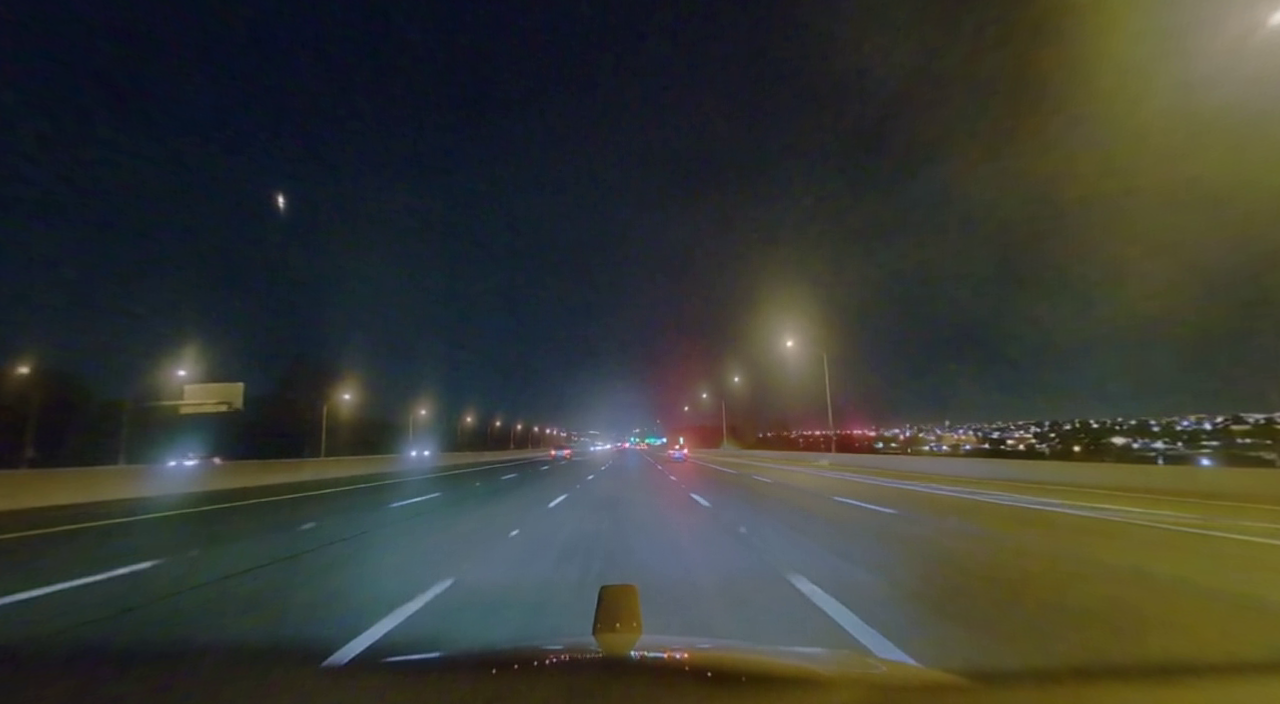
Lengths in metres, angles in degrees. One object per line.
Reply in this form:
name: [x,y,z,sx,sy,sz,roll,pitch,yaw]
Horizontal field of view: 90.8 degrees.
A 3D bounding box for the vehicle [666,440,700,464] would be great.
vehicle: [3.347,7.834,49.710,2.166,1.770,4.703,0,-9,-2]
